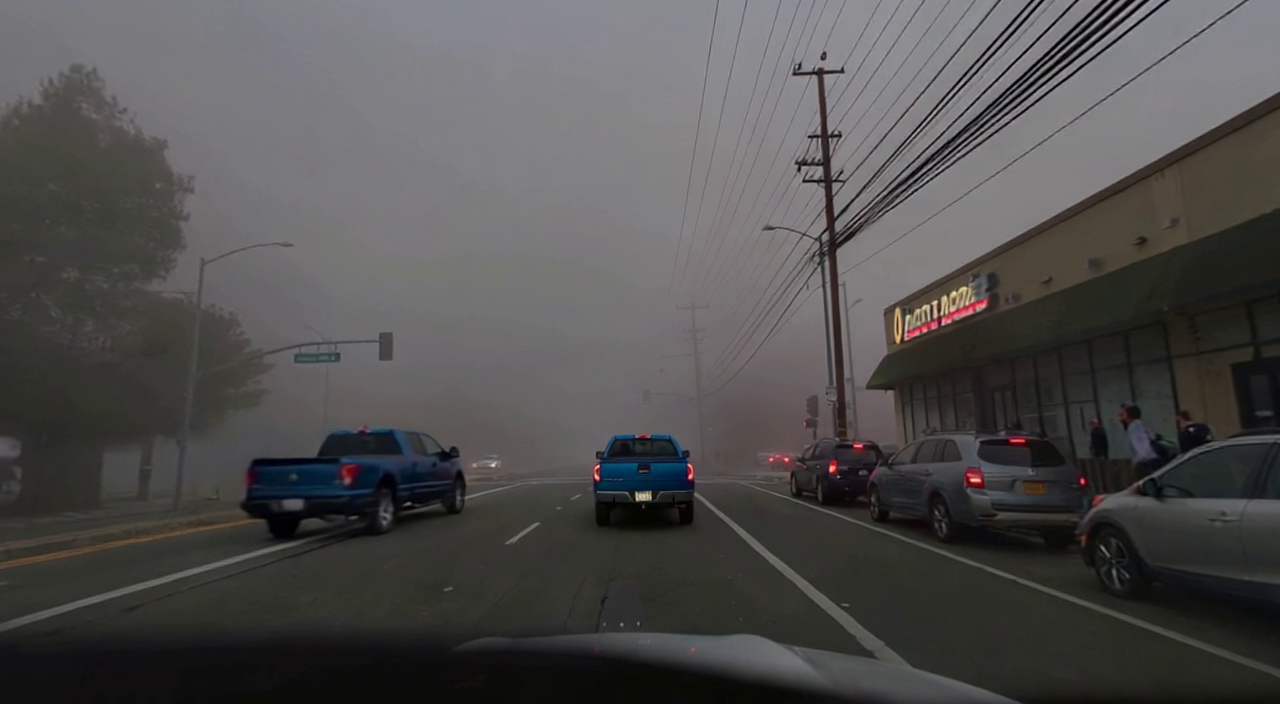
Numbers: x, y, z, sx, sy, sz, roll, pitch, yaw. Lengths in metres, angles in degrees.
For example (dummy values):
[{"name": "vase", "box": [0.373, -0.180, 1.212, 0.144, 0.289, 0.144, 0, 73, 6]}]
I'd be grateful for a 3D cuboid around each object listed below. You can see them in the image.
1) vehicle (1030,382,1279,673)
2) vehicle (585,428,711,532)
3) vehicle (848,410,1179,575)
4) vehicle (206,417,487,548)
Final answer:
[{"name": "vehicle", "box": [4.911, 1.085, 3.922, 2.014, 1.755, 4.520, 0, -9, 0]}, {"name": "vehicle", "box": [0.165, 2.479, 12.822, 2.089, 1.699, 4.650, 0, -9, 1]}, {"name": "vehicle", "box": [4.930, 1.912, 9.431, 2.007, 1.786, 4.870, 0, -9, 1]}, {"name": "vehicle", "box": [-4.705, 2.181, 11.293, 2.140, 1.768, 5.092, -1, -9, 6]}]
